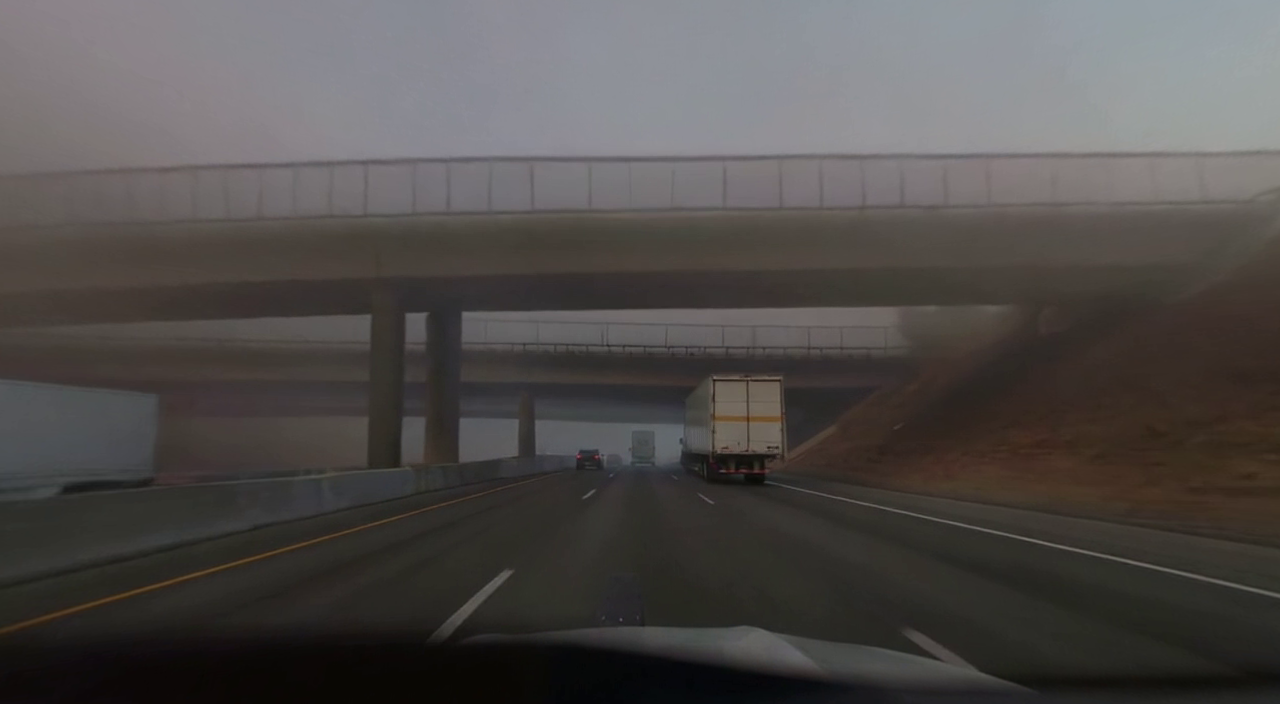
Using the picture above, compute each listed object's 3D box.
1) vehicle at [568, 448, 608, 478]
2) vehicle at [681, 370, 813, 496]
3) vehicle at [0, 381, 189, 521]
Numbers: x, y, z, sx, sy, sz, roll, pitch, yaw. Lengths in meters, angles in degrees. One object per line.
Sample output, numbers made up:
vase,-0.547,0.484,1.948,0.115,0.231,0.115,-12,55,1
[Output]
vehicle,-3.006,6.528,37.292,2.007,1.647,3.854,0,-9,1
vehicle,3.976,3.862,28.687,3.131,4.037,16.729,0,-9,0
vehicle,-19.168,2.543,16.151,2.894,3.819,16.777,0,-9,0
